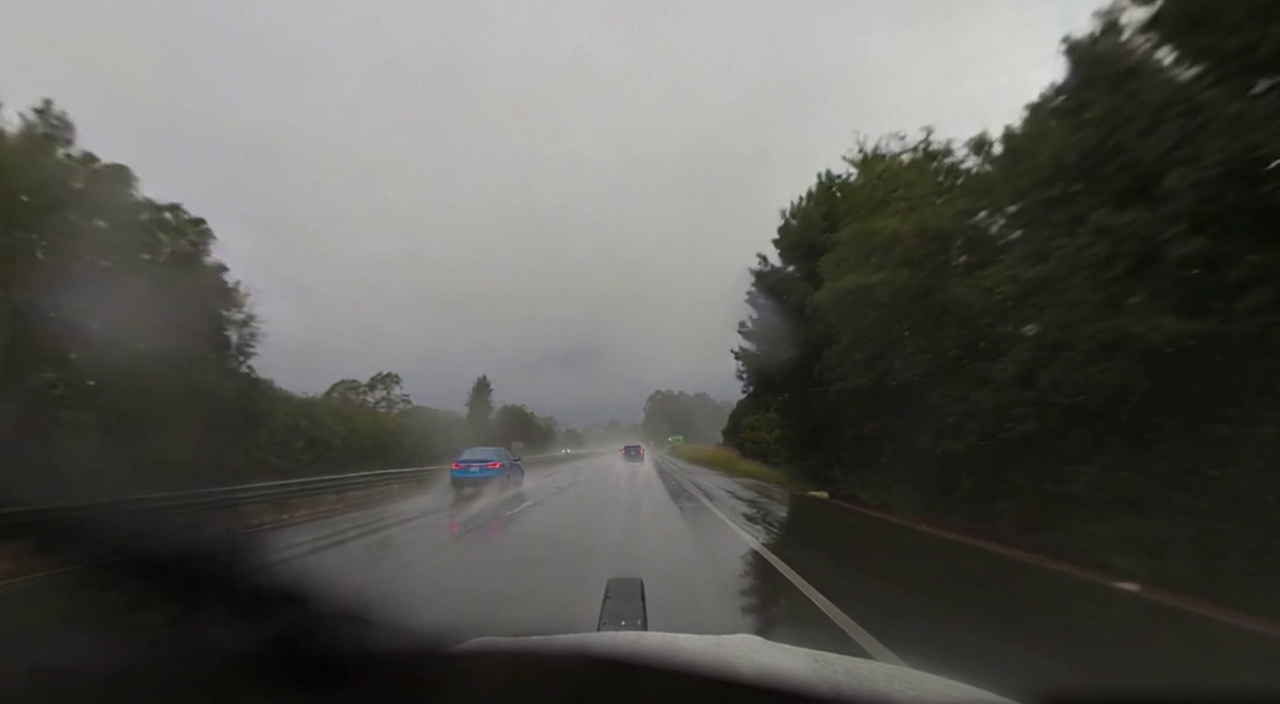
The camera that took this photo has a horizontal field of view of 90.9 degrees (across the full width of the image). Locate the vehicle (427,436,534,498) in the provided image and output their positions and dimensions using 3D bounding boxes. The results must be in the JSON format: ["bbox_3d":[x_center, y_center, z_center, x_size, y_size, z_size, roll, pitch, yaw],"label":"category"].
[{"bbox_3d":[-4.690,3.453,19.287,2.113,1.656,4.215,0,-9,1],"label":"vehicle"}]

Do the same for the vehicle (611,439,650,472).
[{"bbox_3d":[-0.561,5.922,36.223,2.126,1.786,3.958,0,-9,-1],"label":"vehicle"}]
